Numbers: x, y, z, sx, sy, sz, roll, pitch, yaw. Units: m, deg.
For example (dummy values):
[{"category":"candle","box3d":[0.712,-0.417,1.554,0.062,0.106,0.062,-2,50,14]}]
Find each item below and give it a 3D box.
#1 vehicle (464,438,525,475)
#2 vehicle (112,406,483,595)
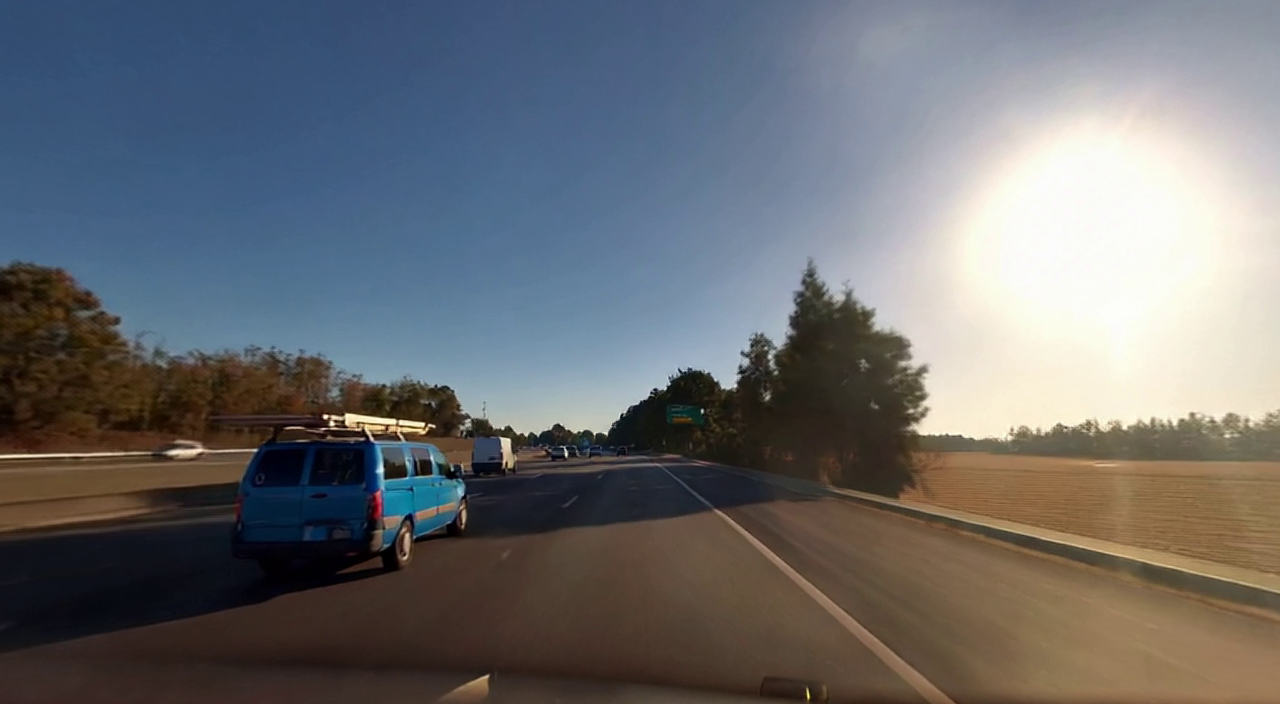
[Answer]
[{"category":"vehicle","box3d":[-7.584,5.495,33.387,2.093,1.752,4.771,0,-9,0]},{"category":"vehicle","box3d":[-3.693,1.703,8.165,2.040,1.679,4.865,0,-9,0]}]
